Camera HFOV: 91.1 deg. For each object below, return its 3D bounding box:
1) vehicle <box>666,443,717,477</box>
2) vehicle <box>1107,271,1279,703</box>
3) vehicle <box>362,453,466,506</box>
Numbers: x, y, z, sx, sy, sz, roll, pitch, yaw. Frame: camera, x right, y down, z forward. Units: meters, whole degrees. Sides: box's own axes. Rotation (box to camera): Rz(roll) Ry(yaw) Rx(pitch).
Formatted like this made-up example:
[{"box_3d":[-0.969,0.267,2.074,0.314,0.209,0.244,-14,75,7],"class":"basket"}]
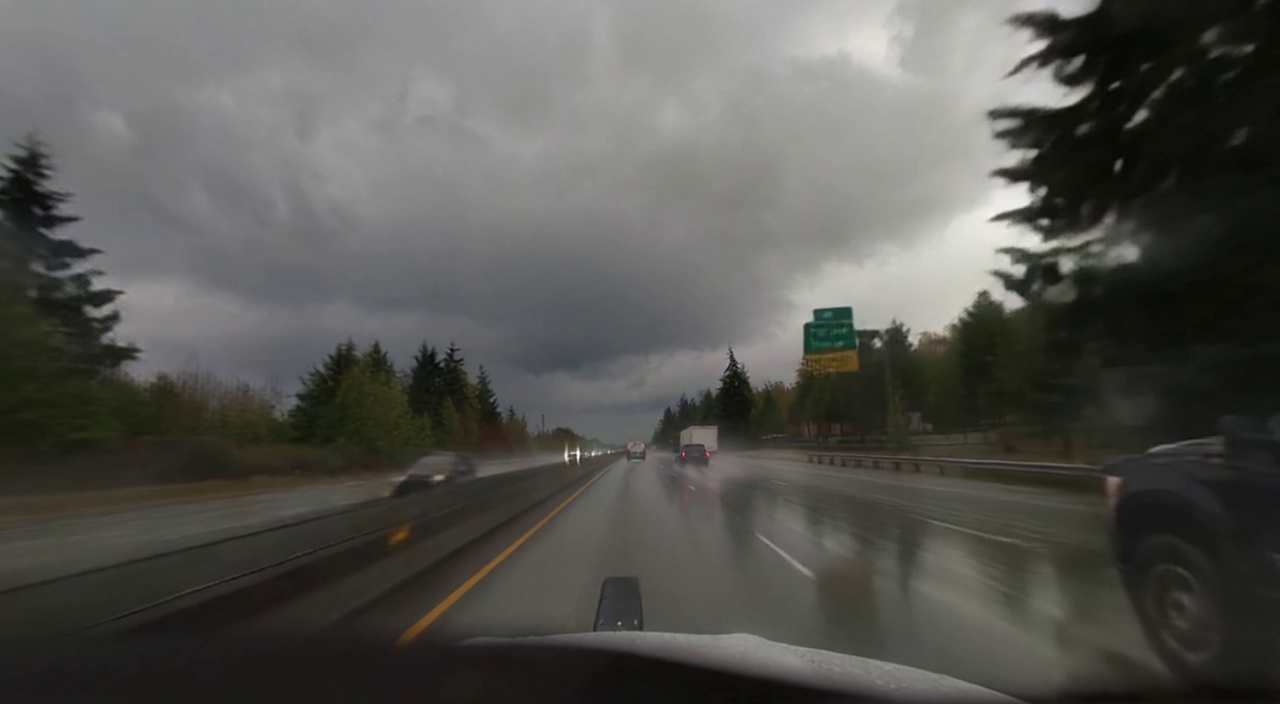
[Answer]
[{"box_3d":[2.613,5.653,33.227,2.123,1.620,4.959,0,-9,-1],"class":"vehicle"},{"box_3d":[3.735,0.433,1.208,1.981,1.984,4.623,0,-9,-1],"class":"vehicle"},{"box_3d":[-7.158,4.041,20.387,1.941,1.469,4.011,0,-9,-1],"class":"vehicle"}]
